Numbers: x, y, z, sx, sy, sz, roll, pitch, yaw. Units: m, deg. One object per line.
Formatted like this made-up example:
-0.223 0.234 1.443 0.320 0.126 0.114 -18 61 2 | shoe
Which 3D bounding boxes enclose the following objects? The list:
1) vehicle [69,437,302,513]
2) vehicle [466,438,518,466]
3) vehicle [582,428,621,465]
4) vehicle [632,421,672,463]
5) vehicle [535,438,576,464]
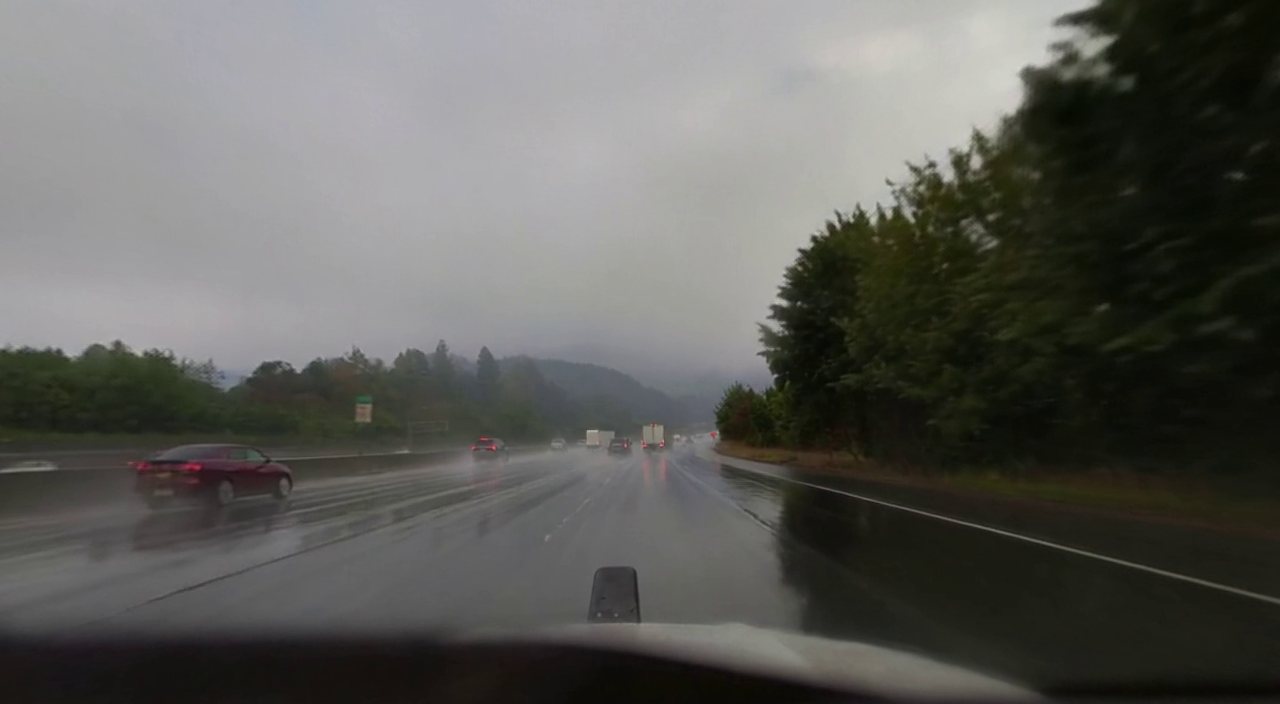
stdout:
-10.156 2.762 14.742 1.952 1.457 4.689 0 -9 0 | vehicle
-10.082 6.852 43.447 2.080 1.777 5.450 0 -9 2 | vehicle
-2.780 6.964 46.570 2.328 2.519 5.238 0 -9 2 | vehicle
0.897 6.695 47.054 2.768 2.854 6.757 1 -8 1 | vehicle
-6.316 7.493 47.774 2.206 1.838 4.889 0 -9 3 | vehicle
